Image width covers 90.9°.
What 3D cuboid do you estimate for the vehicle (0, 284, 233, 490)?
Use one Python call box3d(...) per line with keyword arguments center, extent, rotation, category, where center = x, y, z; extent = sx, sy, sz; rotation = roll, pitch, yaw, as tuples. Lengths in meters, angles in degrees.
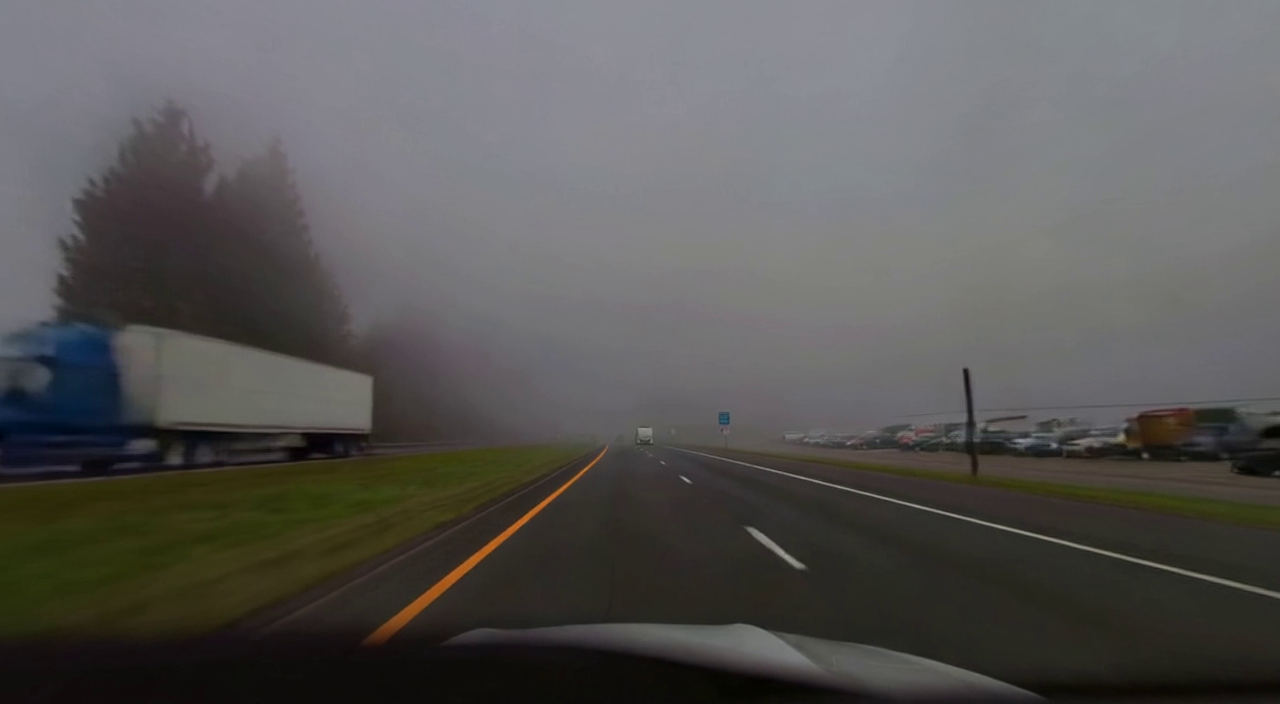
box3d(center=(-12.927, 1.003, 14.649), extent=(2.994, 3.854, 5.842), rotation=(0, -8, -2), category="vehicle")
